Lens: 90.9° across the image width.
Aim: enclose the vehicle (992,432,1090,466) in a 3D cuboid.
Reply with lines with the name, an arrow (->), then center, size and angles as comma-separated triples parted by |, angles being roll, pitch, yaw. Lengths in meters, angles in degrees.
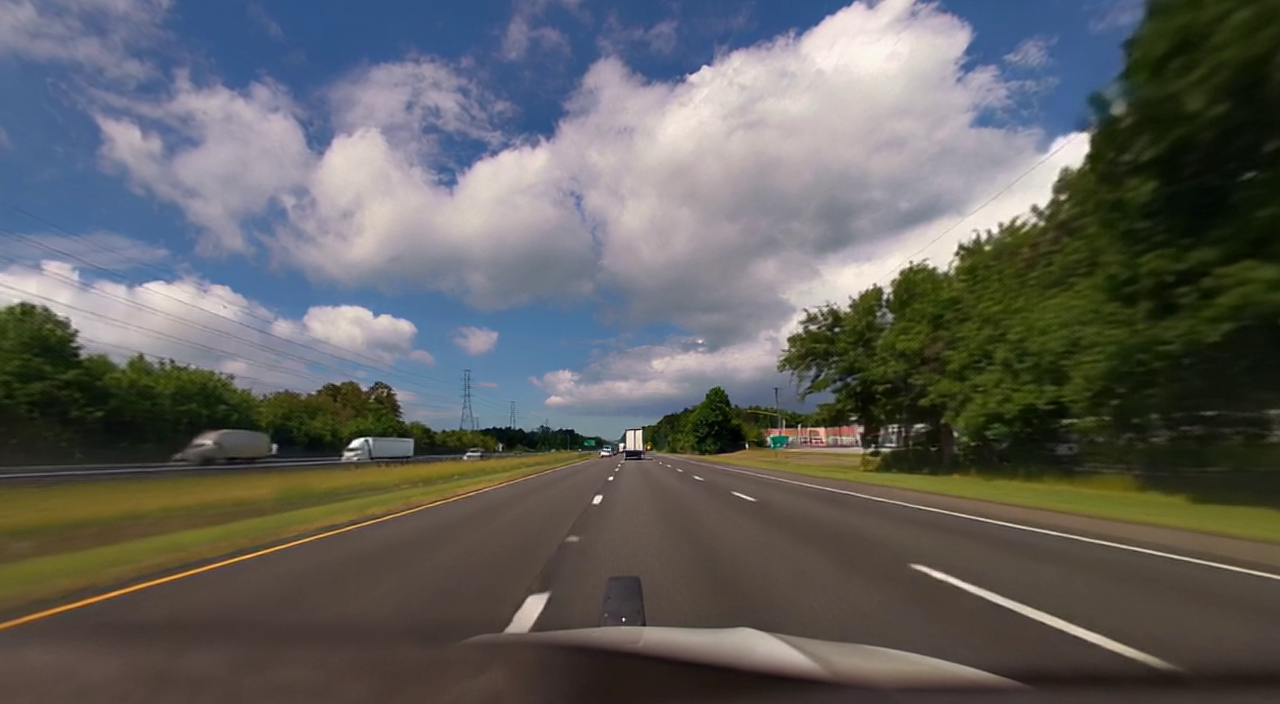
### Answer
vehicle -> 20.517, 4.997, 32.501 | 2.029, 1.578, 4.313 | 0, -9, -3
